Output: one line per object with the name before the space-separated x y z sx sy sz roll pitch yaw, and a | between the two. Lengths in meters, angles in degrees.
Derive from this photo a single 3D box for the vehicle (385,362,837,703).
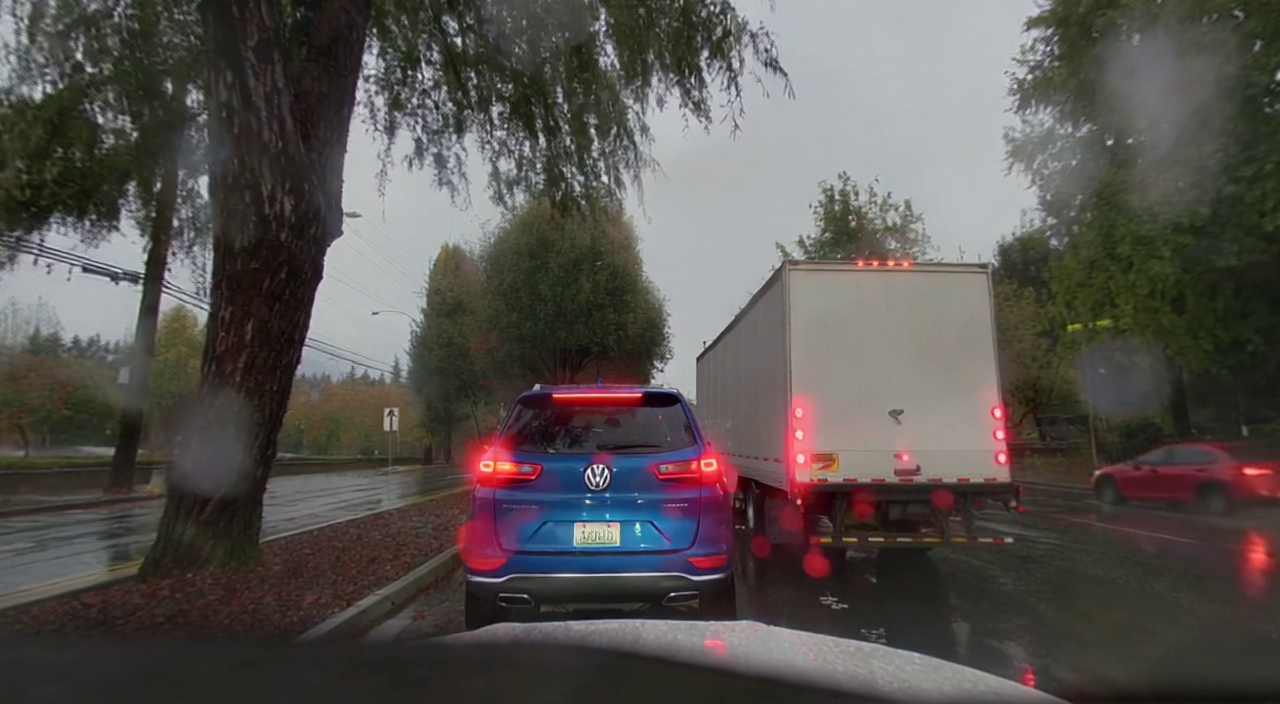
vehicle | -0.130 1.223 5.141 2.114 1.732 4.230 0 -8 0

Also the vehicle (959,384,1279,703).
vehicle | 2.829 0.747 1.196 1.971 1.484 4.728 0 -8 0

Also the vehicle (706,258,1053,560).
vehicle | 3.227 1.251 11.833 2.915 3.559 8.848 0 -8 -1
